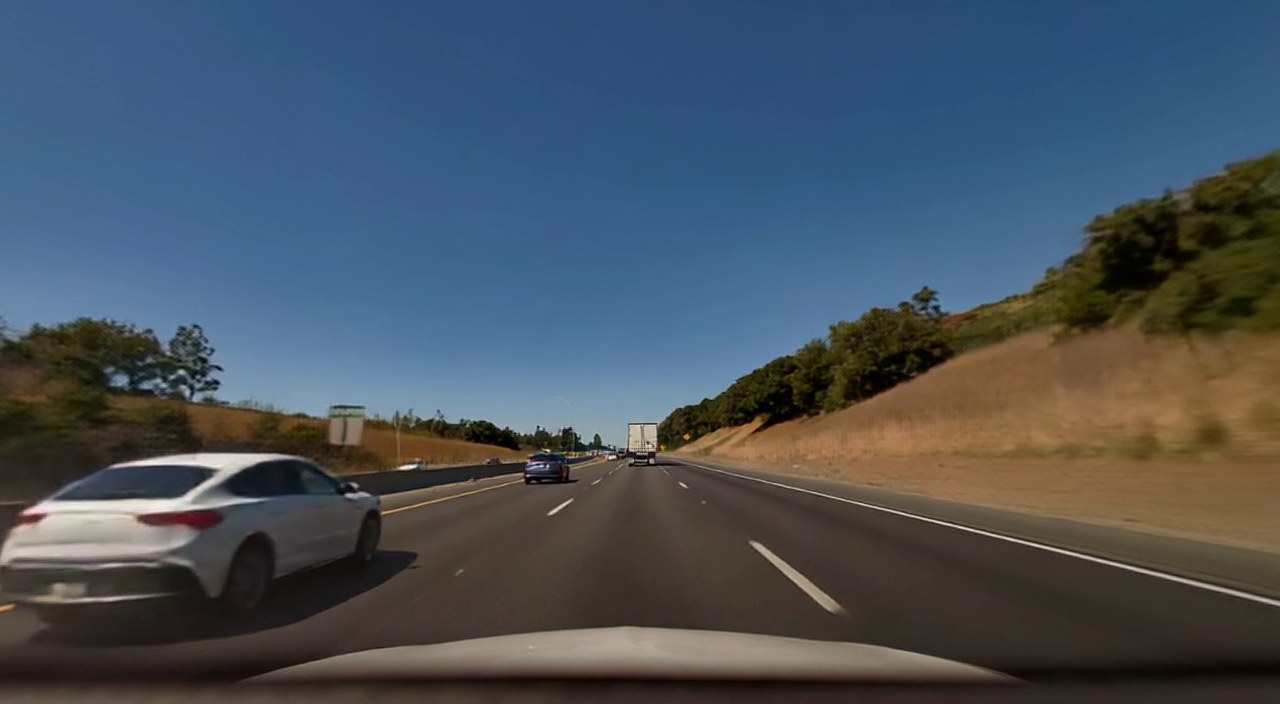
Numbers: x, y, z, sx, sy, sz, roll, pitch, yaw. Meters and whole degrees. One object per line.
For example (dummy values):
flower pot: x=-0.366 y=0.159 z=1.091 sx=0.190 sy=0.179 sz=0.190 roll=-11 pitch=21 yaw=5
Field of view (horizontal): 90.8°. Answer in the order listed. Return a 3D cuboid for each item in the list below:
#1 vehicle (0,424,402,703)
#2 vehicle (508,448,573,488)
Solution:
vehicle: x=-3.834 y=1.398 z=4.897 sx=2.053 sy=1.489 sz=4.740 roll=0 pitch=-9 yaw=1
vehicle: x=-4.090 y=4.864 z=26.697 sx=2.051 sy=1.537 sz=4.111 roll=0 pitch=-9 yaw=0
